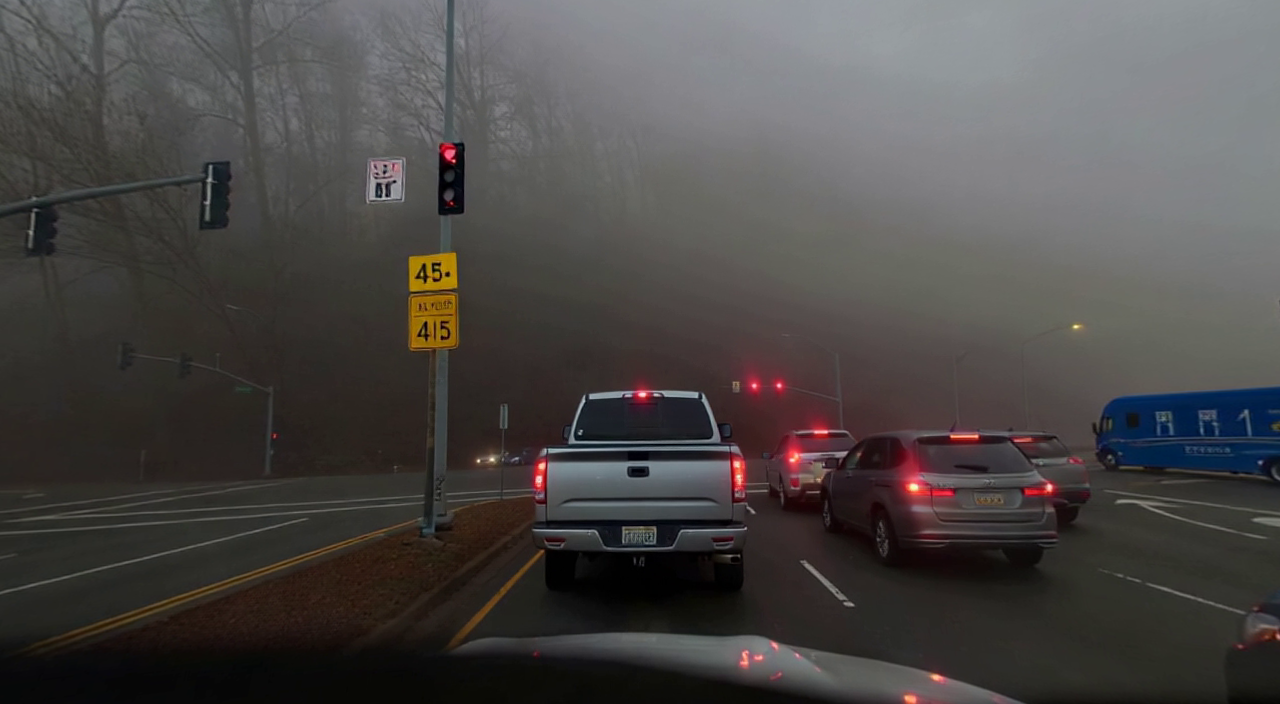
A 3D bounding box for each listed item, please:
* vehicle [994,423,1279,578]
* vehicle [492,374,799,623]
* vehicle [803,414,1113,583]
[{"bbox_3d":[6.866,1.740,8.244,1.973,1.470,4.228,0,-8,0],"label":"vehicle"},{"bbox_3d":[0.083,1.474,7.355,2.326,1.880,4.964,0,-8,1],"label":"vehicle"},{"bbox_3d":[3.604,1.717,8.174,1.981,1.616,4.006,0,-8,1],"label":"vehicle"}]
